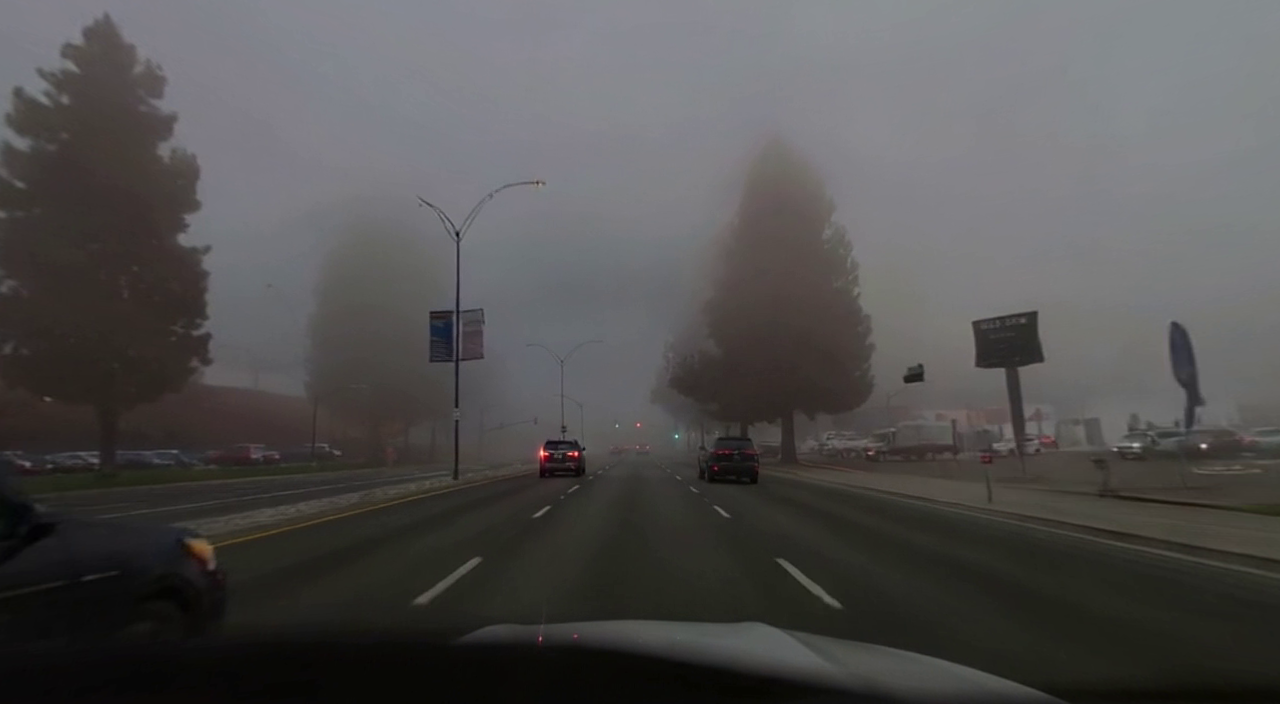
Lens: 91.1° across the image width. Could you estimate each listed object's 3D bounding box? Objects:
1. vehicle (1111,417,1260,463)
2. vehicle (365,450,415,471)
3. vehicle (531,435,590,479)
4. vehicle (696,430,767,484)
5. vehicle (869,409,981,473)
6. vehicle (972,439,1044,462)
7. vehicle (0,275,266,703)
[{"bbox_3d":[29.044,4.768,33.615,5.686,2.220,2.112,-1,-11,2],"label":"vehicle"},{"bbox_3d":[-19.503,8.480,49.156,1.993,1.483,4.533,0,-9,1],"label":"vehicle"},{"bbox_3d":[-3.448,4.659,28.102,2.014,1.775,4.404,0,-9,0],"label":"vehicle"},{"bbox_3d":[3.454,4.096,24.678,2.024,1.921,4.431,0,-9,-1],"label":"vehicle"},{"bbox_3d":[16.016,5.156,35.972,2.919,3.125,7.218,2,-9,-1],"label":"vehicle"},{"bbox_3d":[27.918,7.488,47.732,4.126,1.642,2.073,0,-9,-5],"label":"vehicle"},{"bbox_3d":[-3.521,0.555,1.529,2.210,1.925,4.838,0,-9,0],"label":"vehicle"}]
